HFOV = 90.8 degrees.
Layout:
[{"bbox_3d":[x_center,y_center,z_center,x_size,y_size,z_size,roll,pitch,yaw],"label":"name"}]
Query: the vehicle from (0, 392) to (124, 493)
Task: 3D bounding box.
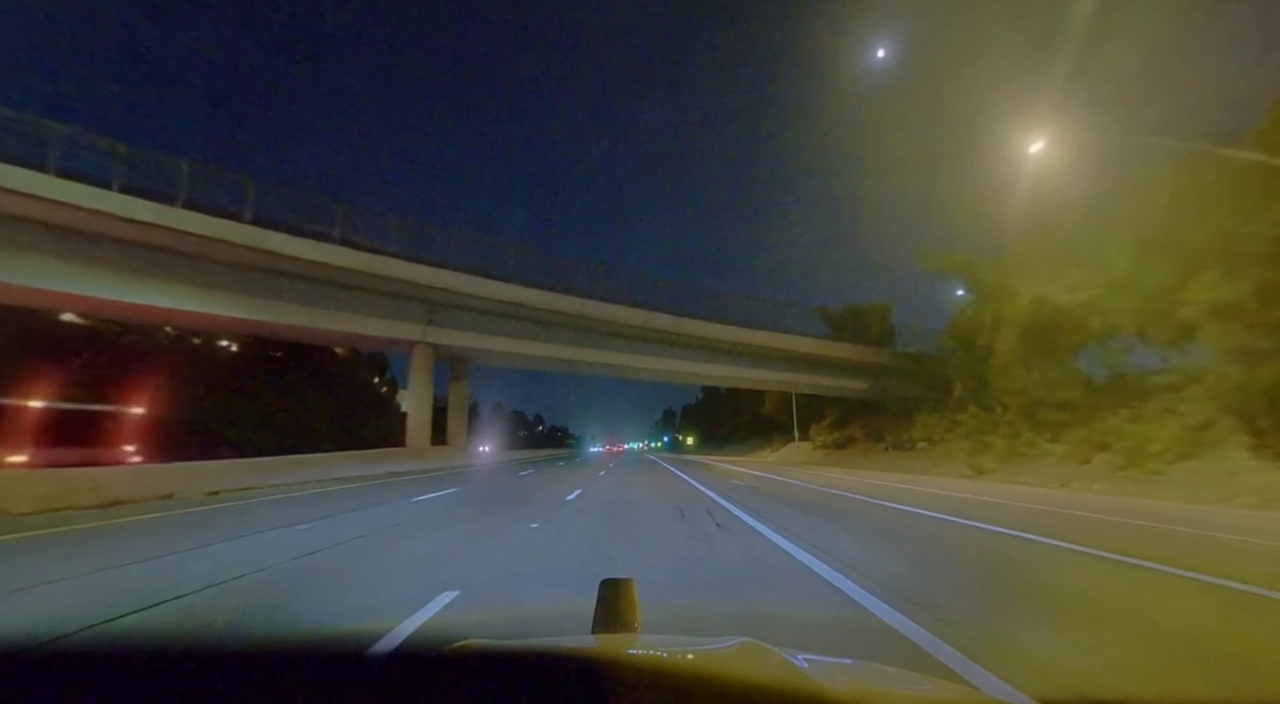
[{"bbox_3d":[-26.920,3.496,24.190,3.064,3.961,13.704,-1,-9,-2],"label":"vehicle"}]
